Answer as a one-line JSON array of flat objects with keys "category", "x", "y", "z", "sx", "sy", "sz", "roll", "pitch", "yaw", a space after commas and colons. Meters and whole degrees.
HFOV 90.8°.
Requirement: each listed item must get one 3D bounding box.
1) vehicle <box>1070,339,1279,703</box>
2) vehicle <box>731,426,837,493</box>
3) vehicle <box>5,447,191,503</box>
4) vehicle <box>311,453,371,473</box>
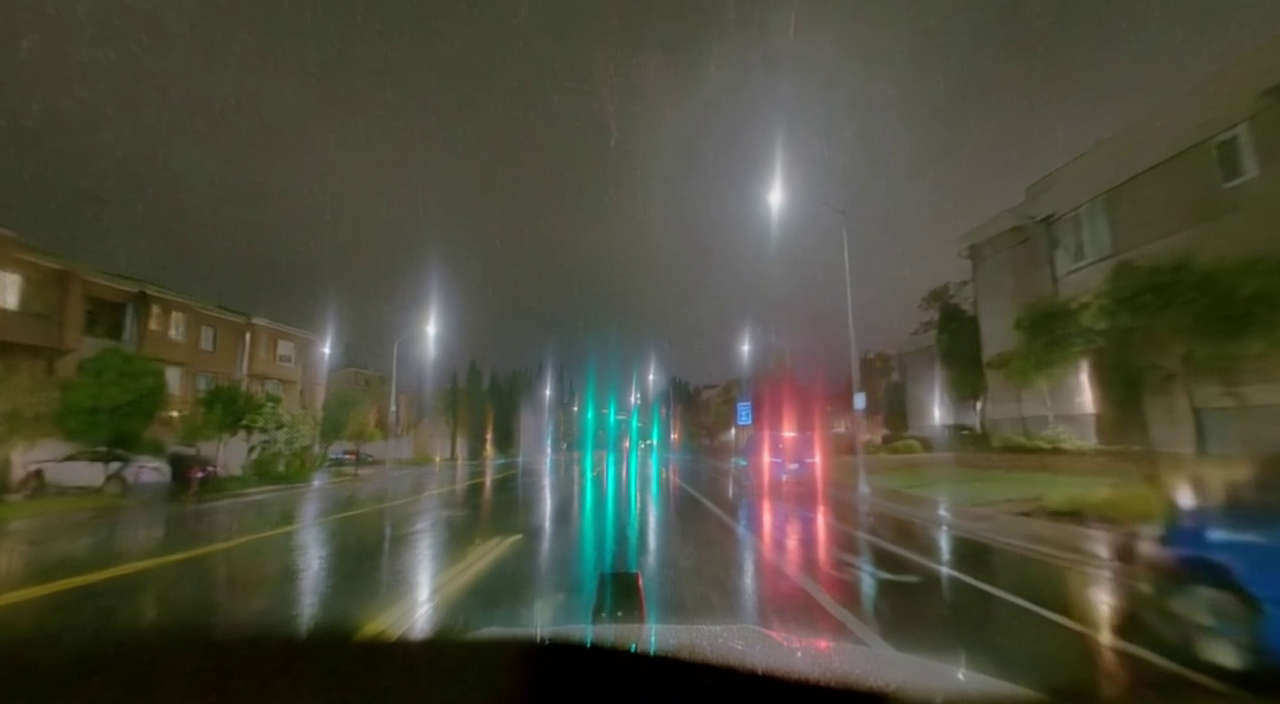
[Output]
[{"category": "vehicle", "x": 4.551, "y": 0.720, "z": 1.929, "sx": 2.254, "sy": 1.968, "sz": 5.838, "roll": 0, "pitch": -8, "yaw": -1}, {"category": "vehicle", "x": 4.371, "y": 3.353, "z": 20.060, "sx": 2.052, "sy": 1.859, "sz": 4.778, "roll": 1, "pitch": -8, "yaw": -2}, {"category": "vehicle", "x": -18.424, "y": 4.181, "z": 21.684, "sx": 4.397, "sy": 1.768, "sz": 1.956, "roll": 1, "pitch": -8, "yaw": -4}, {"category": "vehicle", "x": -22.892, "y": 8.529, "z": 48.445, "sx": 3.687, "sy": 1.465, "sz": 1.855, "roll": 0, "pitch": -8, "yaw": -2}]
